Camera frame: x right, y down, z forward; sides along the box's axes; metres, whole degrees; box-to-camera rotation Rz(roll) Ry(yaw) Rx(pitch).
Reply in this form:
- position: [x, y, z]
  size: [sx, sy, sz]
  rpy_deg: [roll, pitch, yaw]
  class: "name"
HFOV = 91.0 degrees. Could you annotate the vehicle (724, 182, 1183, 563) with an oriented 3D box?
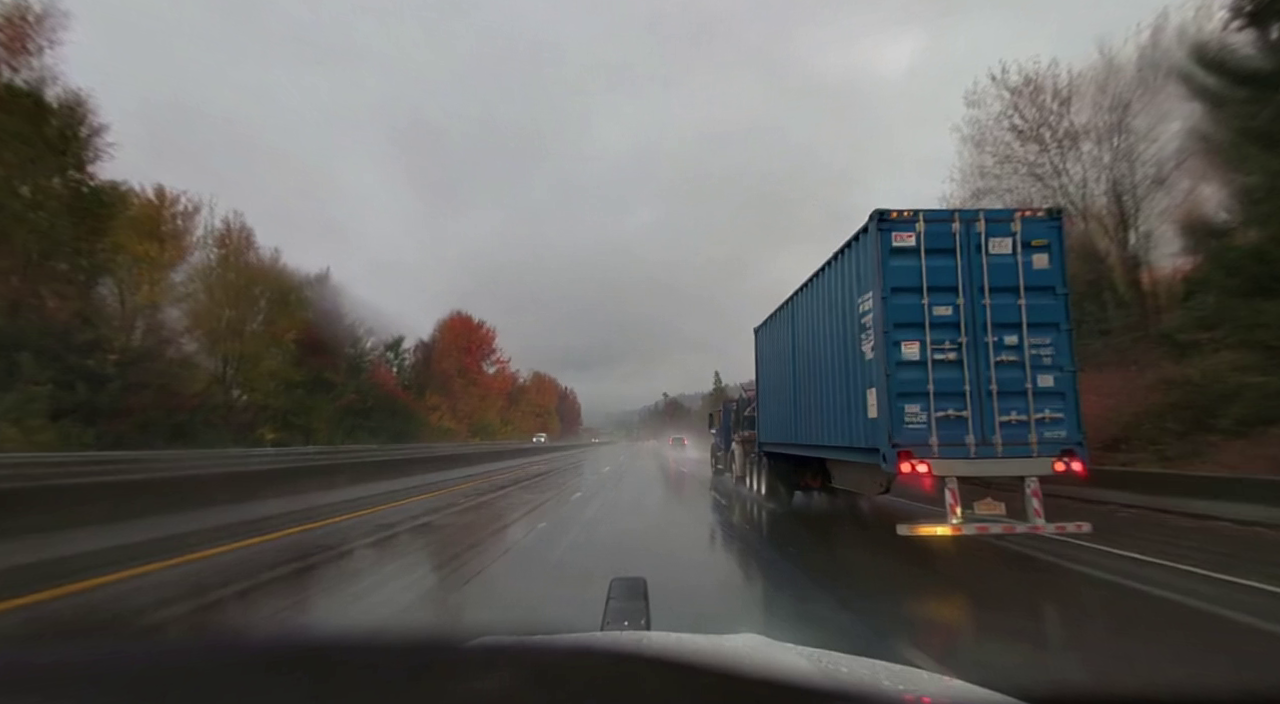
- position: [4.035, 1.056, 13.033]
  size: [2.903, 4.003, 13.046]
  rpy_deg: [0, -8, 1]
  class: "vehicle"
